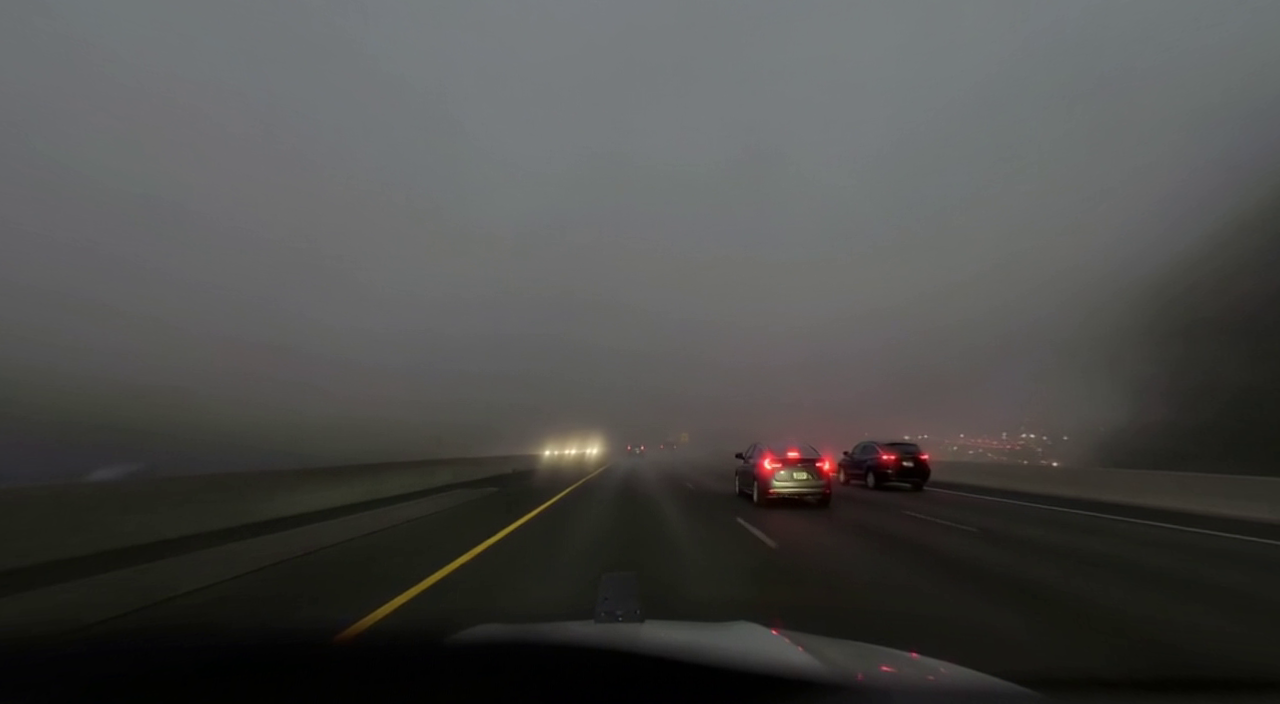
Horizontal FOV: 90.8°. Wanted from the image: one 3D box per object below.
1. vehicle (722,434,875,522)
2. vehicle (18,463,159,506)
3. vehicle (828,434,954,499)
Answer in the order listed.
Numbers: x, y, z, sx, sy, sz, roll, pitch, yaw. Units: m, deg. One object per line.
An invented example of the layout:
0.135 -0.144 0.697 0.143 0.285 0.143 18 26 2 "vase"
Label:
3.104 2.576 13.516 1.982 1.533 4.612 0 -8 -1 "vehicle"
-22.926 5.489 26.498 1.845 1.496 4.380 0 -8 2 "vehicle"
6.871 3.150 17.780 1.856 1.592 3.920 0 -8 -1 "vehicle"
